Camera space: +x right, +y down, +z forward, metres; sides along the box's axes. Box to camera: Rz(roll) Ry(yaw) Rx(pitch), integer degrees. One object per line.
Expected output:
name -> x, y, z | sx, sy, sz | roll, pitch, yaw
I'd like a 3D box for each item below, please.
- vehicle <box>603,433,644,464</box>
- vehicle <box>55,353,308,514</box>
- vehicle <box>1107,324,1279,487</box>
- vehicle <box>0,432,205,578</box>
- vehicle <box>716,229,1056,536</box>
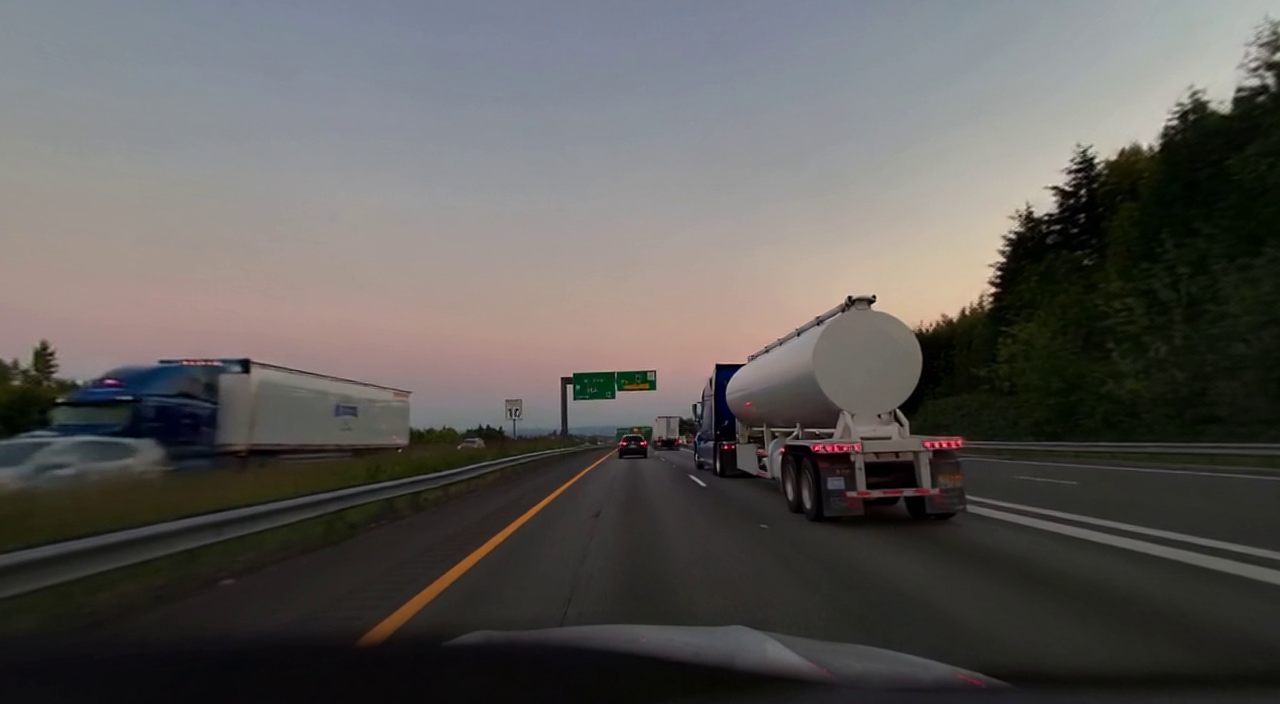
vehicle -> -0.852, 4.990, 32.727 | 2.000, 1.510, 3.518 | 0, -8, -1
vehicle -> -12.996, 2.403, 18.744 | 3.003, 4.019, 5.876 | 0, -8, -1
vehicle -> 17.222, 1.357, 15.905 | 2.722, 4.038, 8.781 | 2, -8, -13
vehicle -> -8.565, 1.973, 8.669 | 1.991, 1.712, 4.495 | 0, -8, -1
vehicle -> 3.627, 0.946, 12.613 | 2.826, 3.905, 9.262 | 0, -8, -1
